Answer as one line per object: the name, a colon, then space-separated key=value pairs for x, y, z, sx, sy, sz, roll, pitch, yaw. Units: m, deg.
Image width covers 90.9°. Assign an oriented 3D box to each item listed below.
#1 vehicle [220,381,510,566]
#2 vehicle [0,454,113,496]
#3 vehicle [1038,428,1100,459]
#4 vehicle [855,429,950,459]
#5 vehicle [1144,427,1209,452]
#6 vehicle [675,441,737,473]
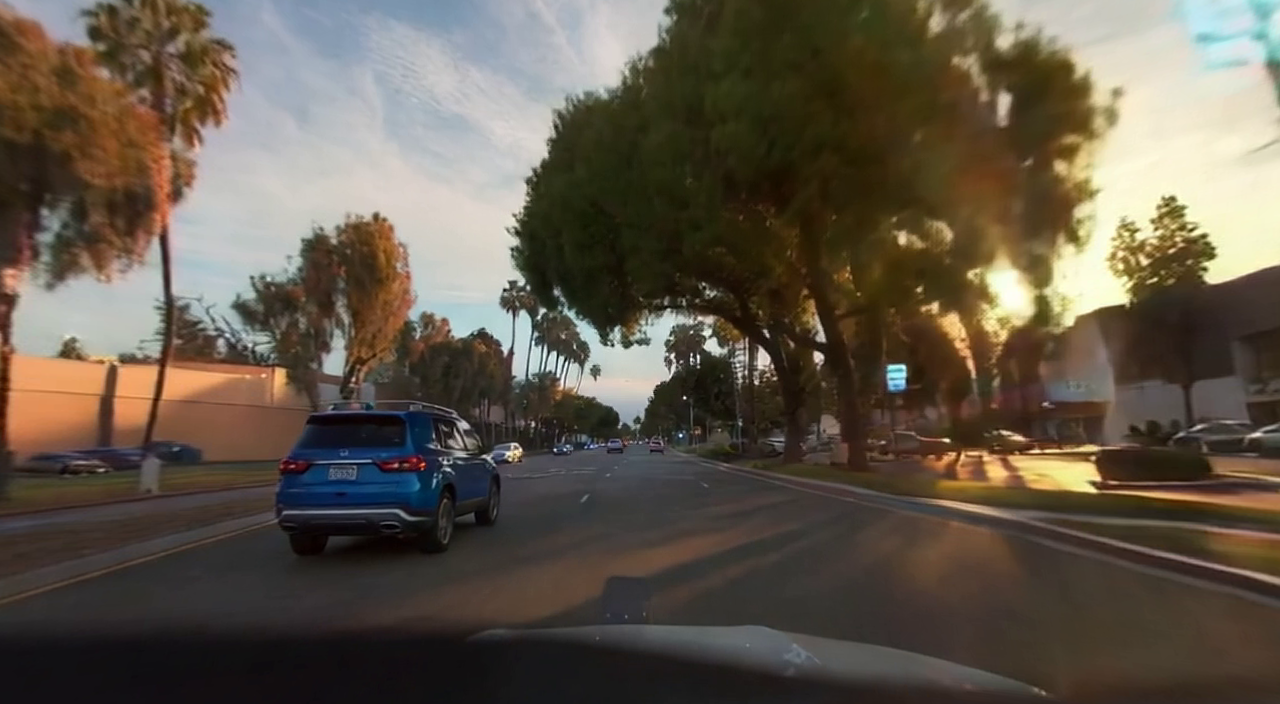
vehicle: x=-3.449 y=1.644 z=9.162 sx=2.152 sy=1.987 sz=4.527 roll=0 pitch=-9 yaw=0
vehicle: x=-25.586 y=5.228 z=26.980 sx=4.238 sy=1.584 sz=1.949 roll=3 pitch=-9 yaw=-28
vehicle: x=26.831 y=5.762 z=39.555 sx=1.993 sy=1.806 sz=4.813 roll=-3 pitch=-9 yaw=20
vehicle: x=15.352 y=5.412 z=36.997 sx=4.705 sy=1.630 sz=1.887 roll=-8 pitch=-11 yaw=41
vehicle: x=36.774 y=6.010 z=43.336 sx=1.982 sy=1.611 sz=4.314 roll=-4 pitch=-9 yaw=21
vehicle: x=3.256 y=5.283 z=31.952 sx=1.919 sy=1.472 sz=4.470 roll=1 pitch=-9 yaw=-10
